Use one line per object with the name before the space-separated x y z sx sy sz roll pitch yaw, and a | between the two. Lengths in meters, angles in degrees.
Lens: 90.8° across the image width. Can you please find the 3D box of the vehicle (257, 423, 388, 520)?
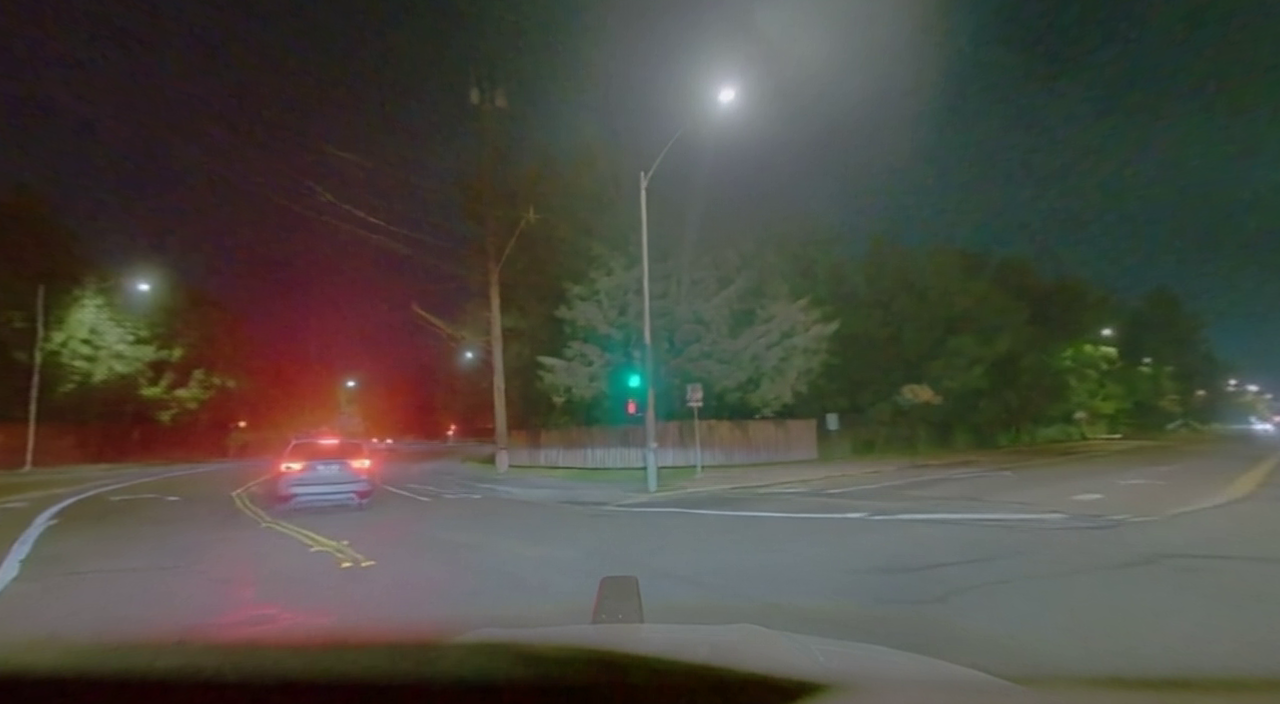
vehicle | -7.320 2.633 14.637 2.230 1.827 4.580 4 -9 -27
